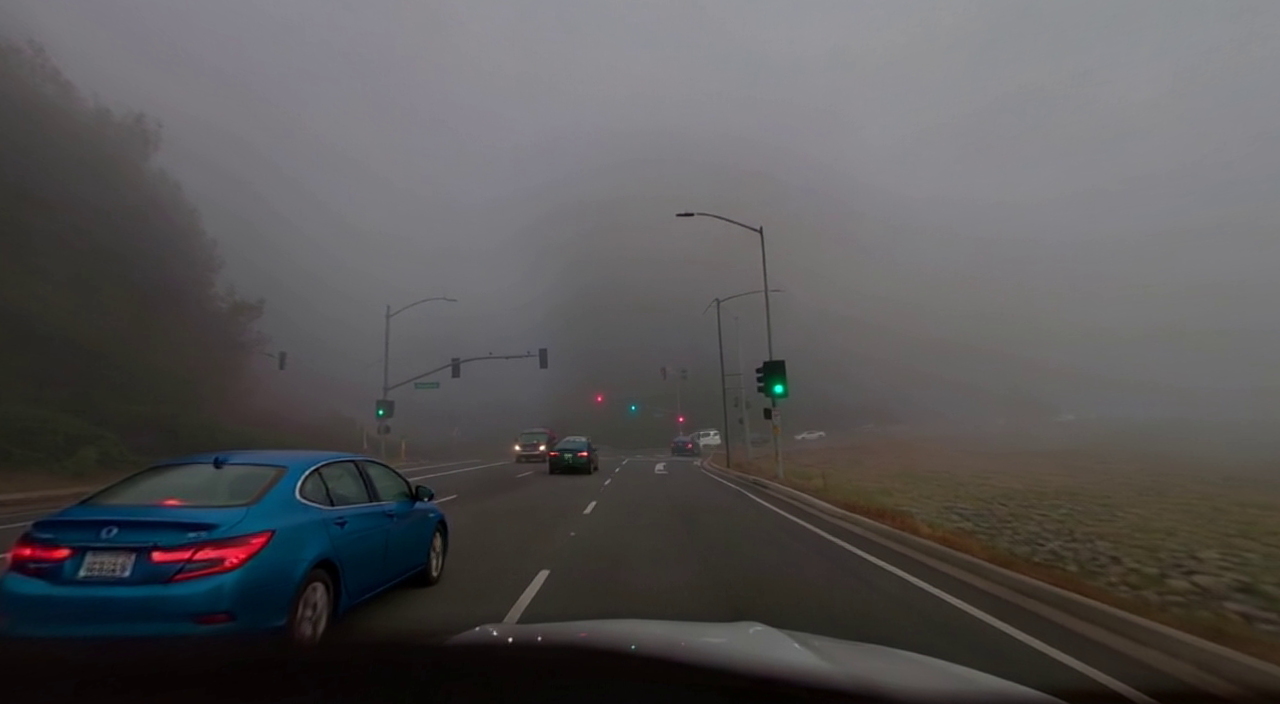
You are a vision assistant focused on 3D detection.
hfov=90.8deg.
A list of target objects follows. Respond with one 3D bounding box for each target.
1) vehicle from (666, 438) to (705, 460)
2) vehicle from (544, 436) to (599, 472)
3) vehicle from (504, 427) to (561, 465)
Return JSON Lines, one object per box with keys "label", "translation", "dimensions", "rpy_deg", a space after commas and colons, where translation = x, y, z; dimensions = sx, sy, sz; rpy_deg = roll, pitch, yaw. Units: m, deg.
{"label": "vehicle", "translation": [3.079, 6.455, 42.104], "dimensions": [1.945, 1.410, 4.284], "rpy_deg": [-2, -9, 13]}
{"label": "vehicle", "translation": [-2.997, 4.591, 28.537], "dimensions": [1.979, 1.492, 3.930], "rpy_deg": [0, -9, 1]}
{"label": "vehicle", "translation": [-6.139, 5.484, 36.786], "dimensions": [2.390, 2.020, 5.085], "rpy_deg": [0, -9, 0]}
